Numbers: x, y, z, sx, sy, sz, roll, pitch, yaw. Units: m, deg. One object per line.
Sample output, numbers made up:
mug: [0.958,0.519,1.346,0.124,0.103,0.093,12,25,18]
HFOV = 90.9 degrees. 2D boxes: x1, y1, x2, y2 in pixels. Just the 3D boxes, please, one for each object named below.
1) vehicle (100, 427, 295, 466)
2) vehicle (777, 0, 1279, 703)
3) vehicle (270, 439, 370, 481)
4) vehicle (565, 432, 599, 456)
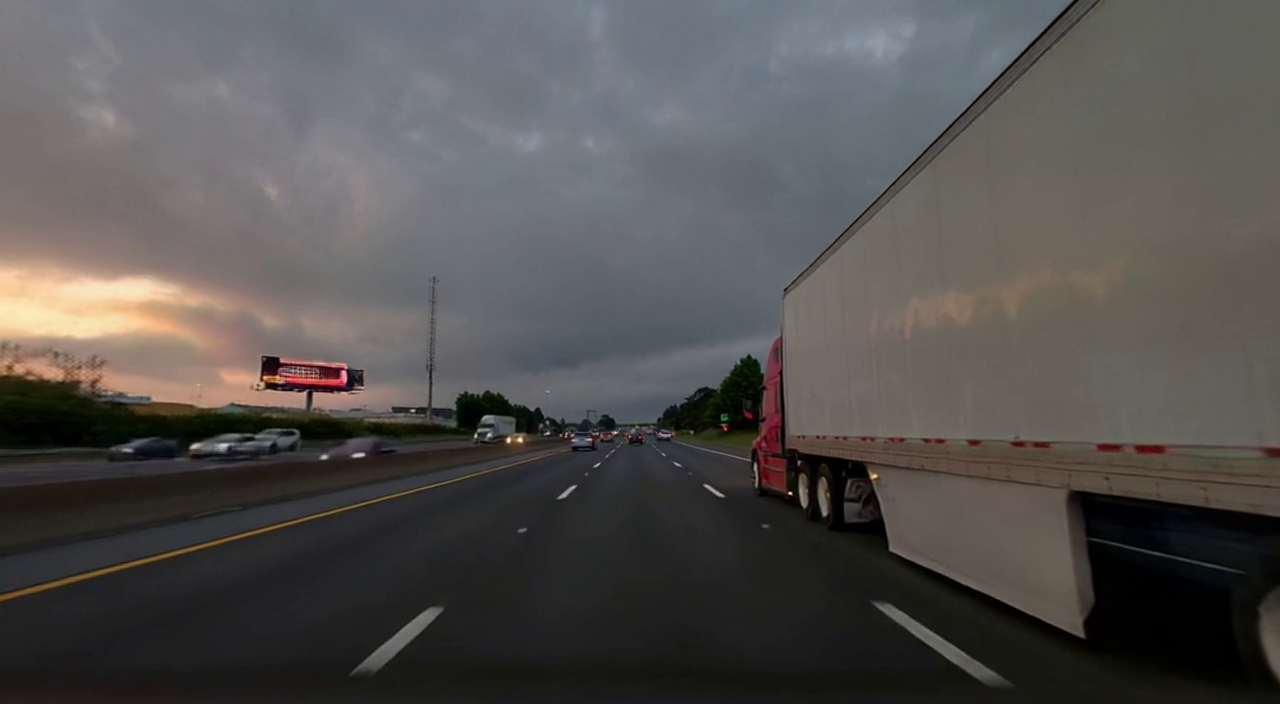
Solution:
vehicle: [-33.415,7.298,49.533,2.569,2.479,17.762,0,-8,1]
vehicle: [3.794,-0.009,4.320,2.871,3.815,11.331,0,-8,-1]
vehicle: [-11.832,3.978,23.569,1.850,1.406,3.498,0,-8,1]
vehicle: [-3.692,5.965,40.943,1.930,1.484,3.849,0,-8,-1]
